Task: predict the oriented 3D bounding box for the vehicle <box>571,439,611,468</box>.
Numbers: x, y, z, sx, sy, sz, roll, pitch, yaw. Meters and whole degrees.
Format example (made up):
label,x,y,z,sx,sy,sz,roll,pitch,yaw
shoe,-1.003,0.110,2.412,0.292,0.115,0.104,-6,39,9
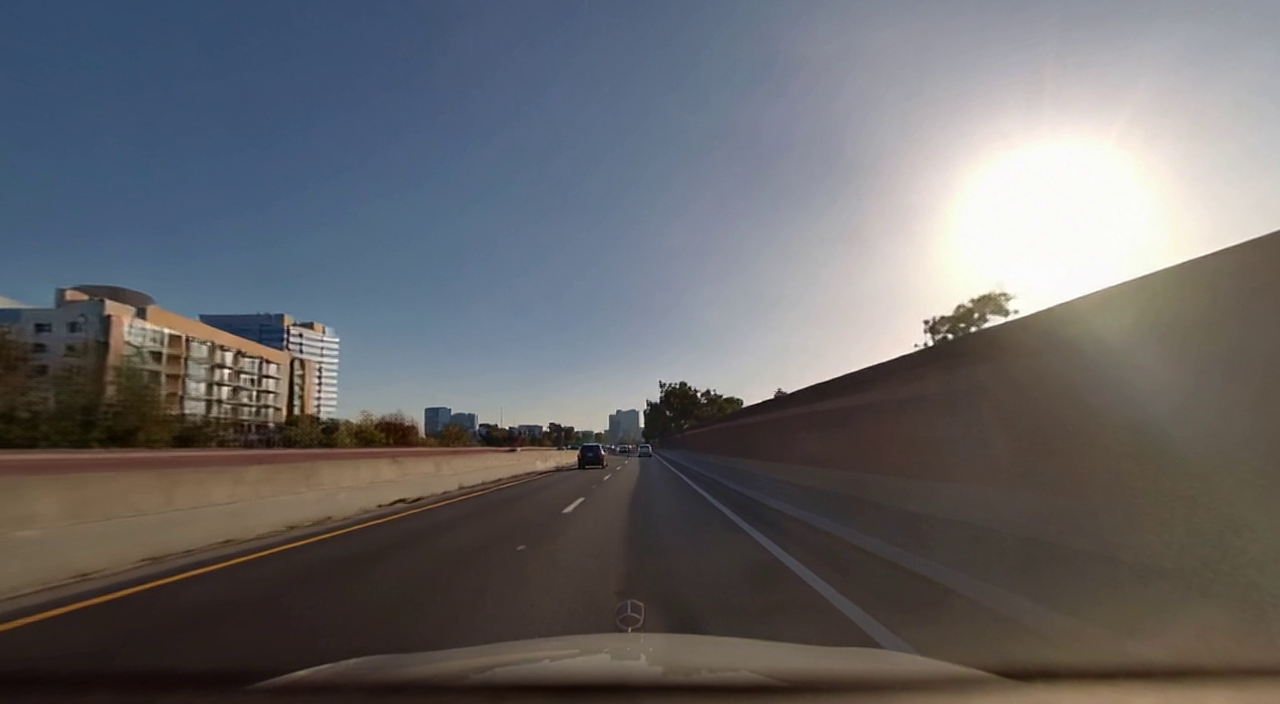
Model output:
label,x,y,z,sx,sy,sz,roll,pitch,yaw
vehicle,-3.242,6.871,42.838,2.159,1.793,5.027,-1,-9,1
